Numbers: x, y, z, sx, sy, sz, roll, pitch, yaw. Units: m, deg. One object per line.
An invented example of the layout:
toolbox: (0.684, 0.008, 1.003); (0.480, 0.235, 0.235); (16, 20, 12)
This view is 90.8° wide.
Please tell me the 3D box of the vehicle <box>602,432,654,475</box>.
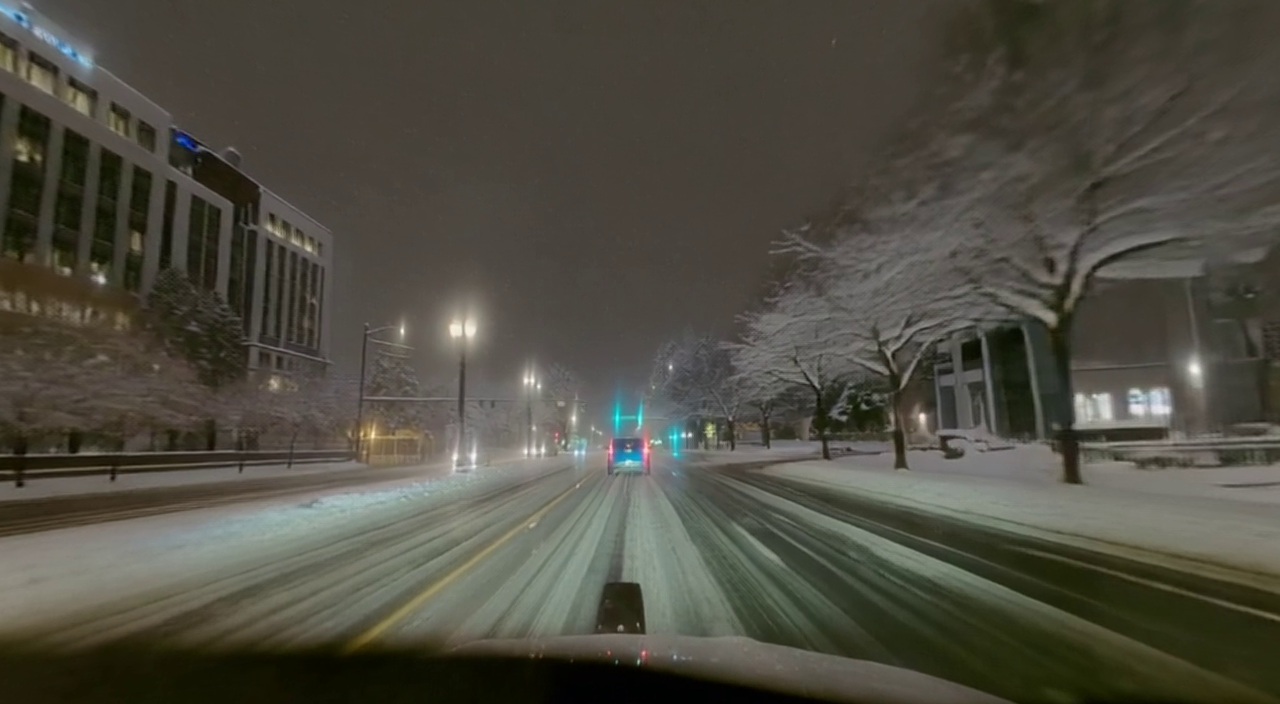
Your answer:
vehicle: (-0.539, 4.799, 30.033); (2.313, 1.860, 4.319); (0, -9, 0)
